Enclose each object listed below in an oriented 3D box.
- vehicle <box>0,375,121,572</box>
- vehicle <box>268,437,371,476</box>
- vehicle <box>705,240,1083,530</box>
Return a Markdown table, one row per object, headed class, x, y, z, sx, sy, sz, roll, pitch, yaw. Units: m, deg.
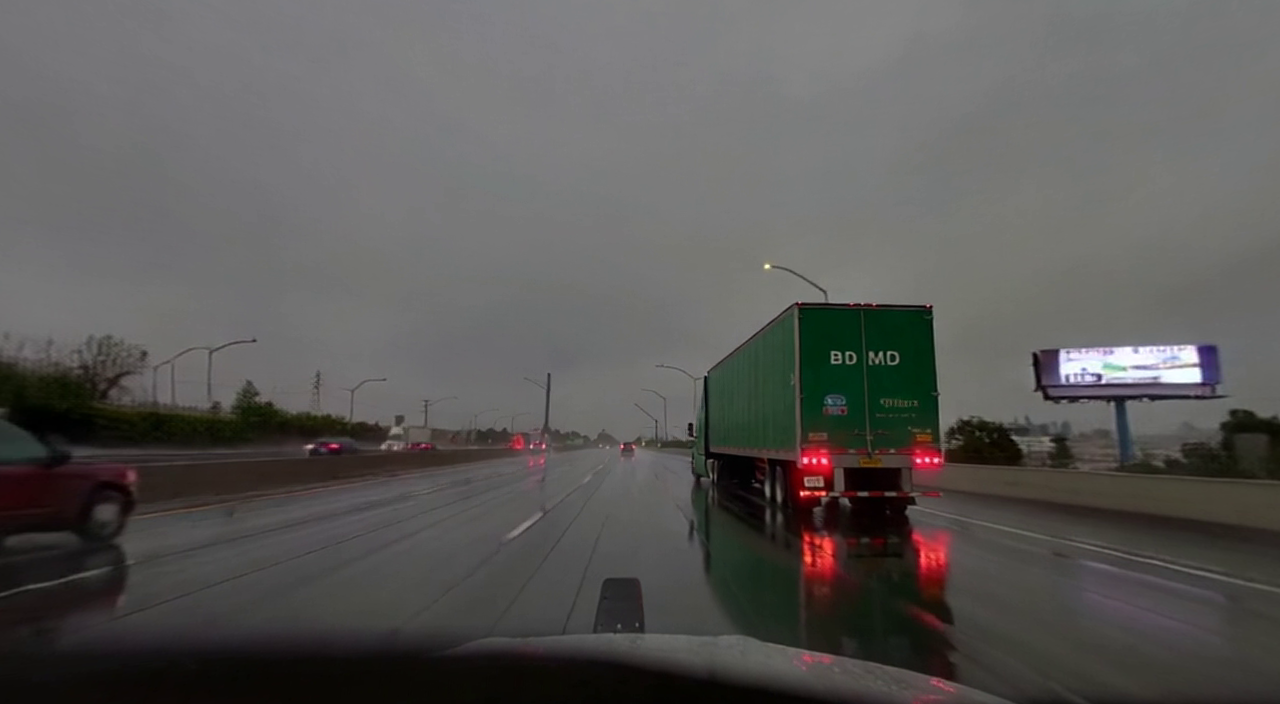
| class | x | y | z | sx | sy | sz | roll | pitch | yaw |
| --- | --- | --- | --- | --- | --- | --- | --- | --- | --- |
| vehicle | -7.323 | 1.008 | 4.936 | 2.100 | 1.905 | 5.119 | 0 | -8 | 0 |
| vehicle | -14.610 | 4.768 | 29.215 | 1.970 | 1.618 | 5.364 | 0 | -8 | 0 |
| vehicle | 4.153 | 1.492 | 16.051 | 2.891 | 3.944 | 15.051 | 0 | -8 | -2 |
